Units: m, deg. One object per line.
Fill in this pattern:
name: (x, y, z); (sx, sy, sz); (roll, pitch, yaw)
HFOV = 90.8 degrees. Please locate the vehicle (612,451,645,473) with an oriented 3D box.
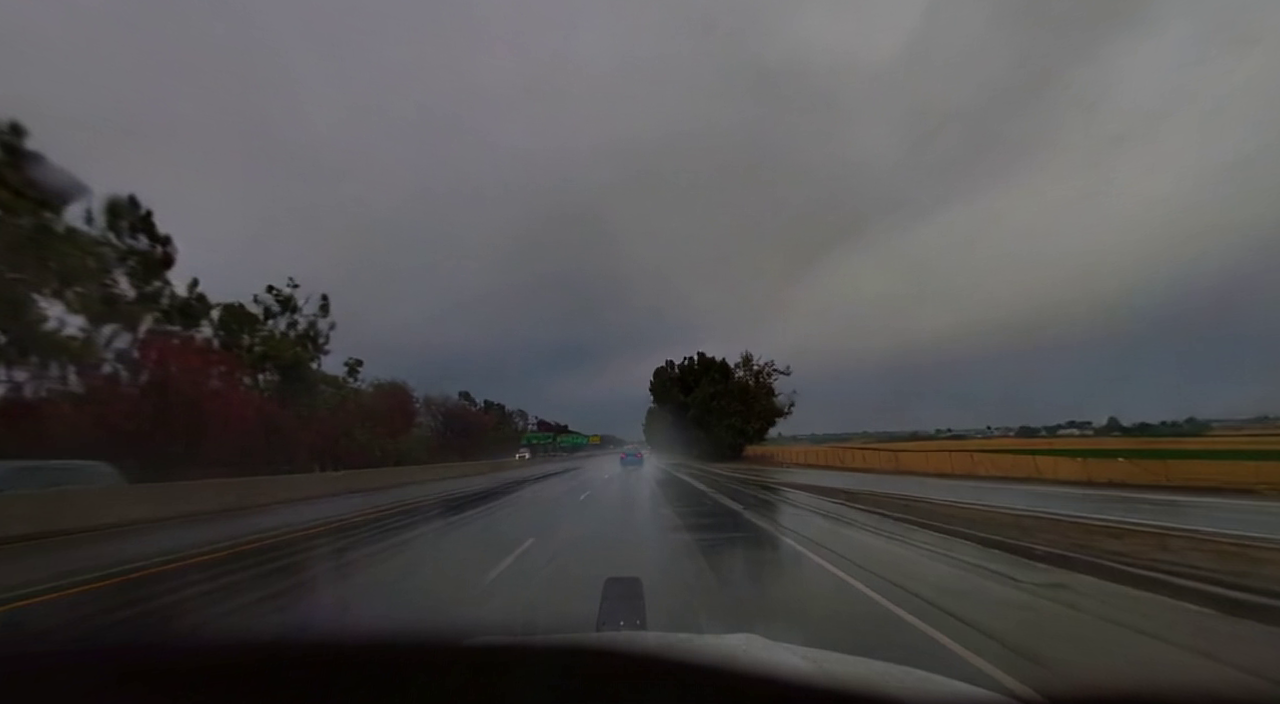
vehicle: (-0.767, 7.739, 44.628); (2.170, 1.451, 4.584); (0, -9, 0)
